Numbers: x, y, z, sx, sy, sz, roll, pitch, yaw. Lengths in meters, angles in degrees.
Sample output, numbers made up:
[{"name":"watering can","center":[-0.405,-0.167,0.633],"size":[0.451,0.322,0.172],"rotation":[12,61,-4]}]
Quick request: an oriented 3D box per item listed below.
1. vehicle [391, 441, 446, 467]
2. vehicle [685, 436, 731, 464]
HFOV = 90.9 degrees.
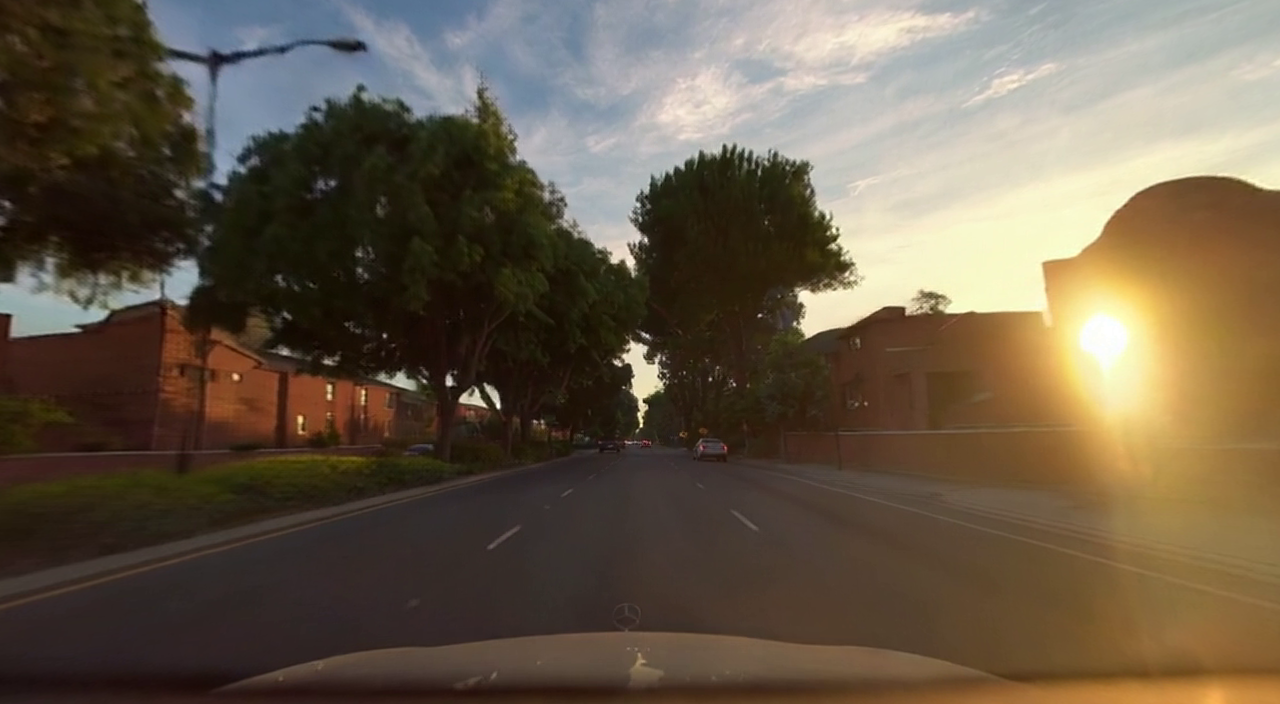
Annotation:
[{"name":"vehicle","center":[-16.930,7.808,48.542],"size":[2.208,1.899,5.269],"rotation":[-1,-8,2]},{"name":"vehicle","center":[4.067,5.993,38.536],"size":[2.237,1.578,4.621],"rotation":[0,-8,-1]}]
